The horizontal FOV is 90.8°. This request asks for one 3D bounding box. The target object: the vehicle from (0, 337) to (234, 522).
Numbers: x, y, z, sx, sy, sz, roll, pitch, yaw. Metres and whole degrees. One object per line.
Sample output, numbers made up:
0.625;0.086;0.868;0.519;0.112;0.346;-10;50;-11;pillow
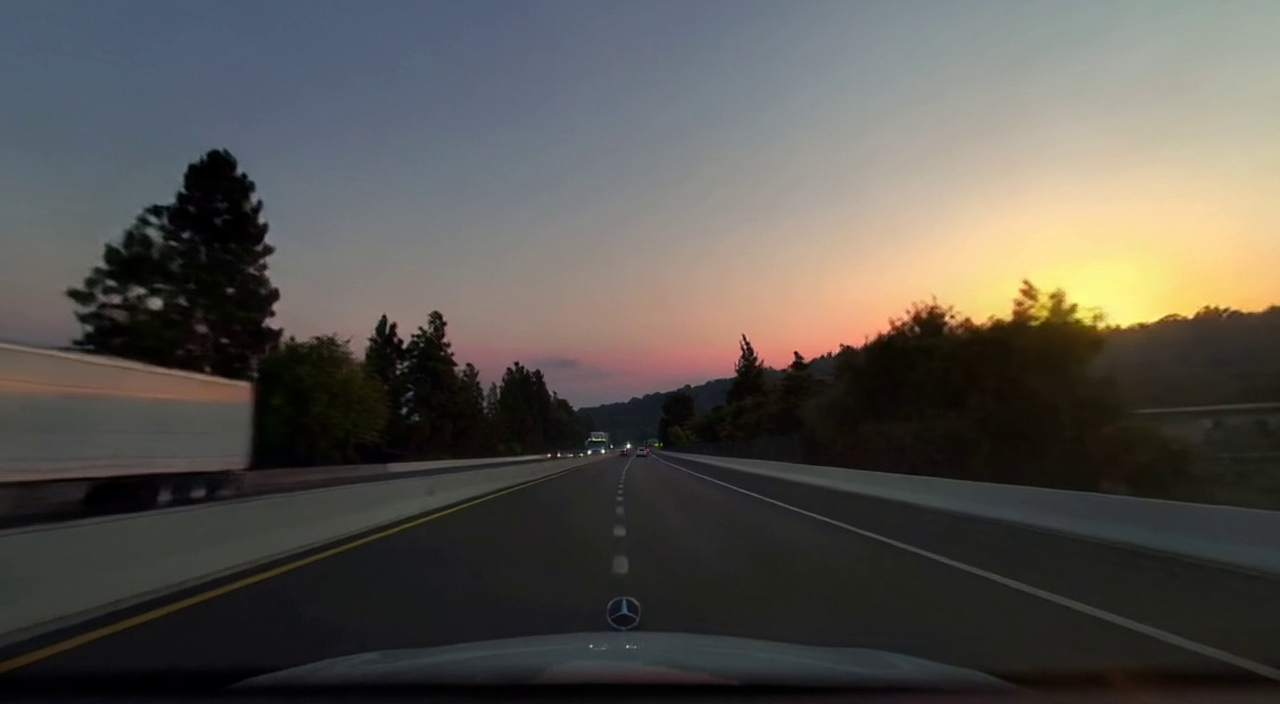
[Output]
-15.426;1.762;14.170;2.933;3.968;14.979;0;-9;-1;vehicle
